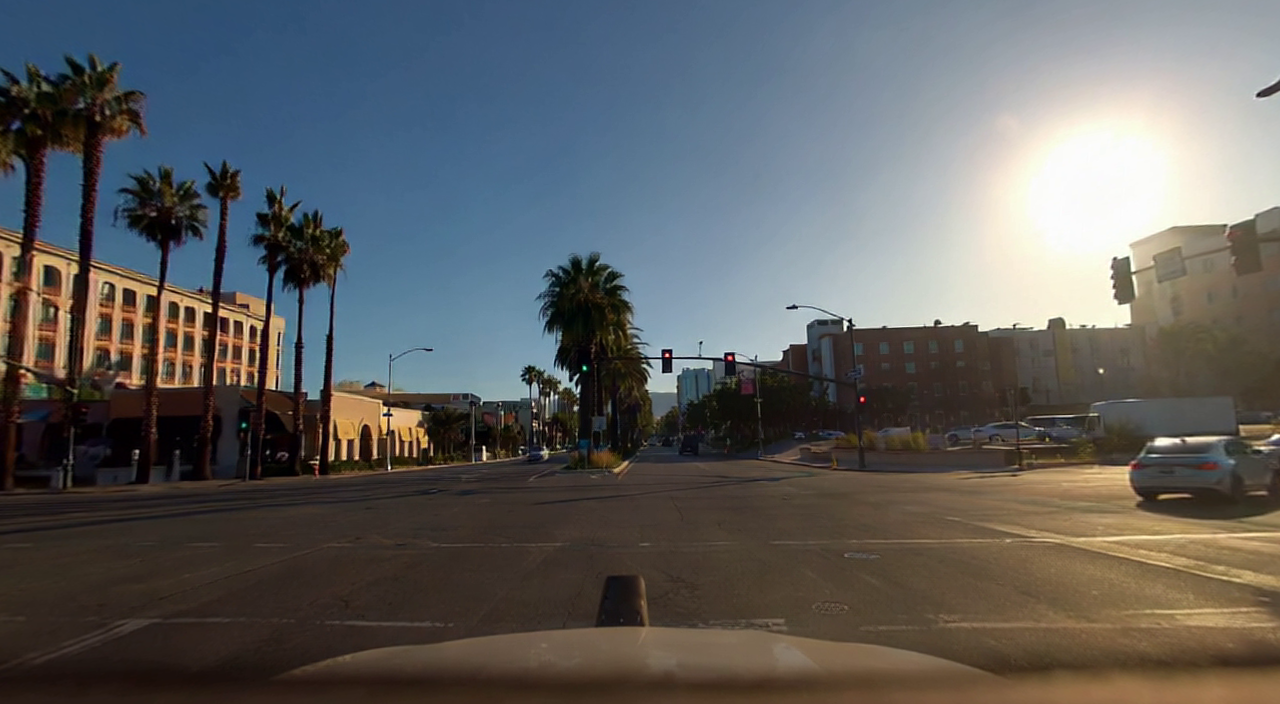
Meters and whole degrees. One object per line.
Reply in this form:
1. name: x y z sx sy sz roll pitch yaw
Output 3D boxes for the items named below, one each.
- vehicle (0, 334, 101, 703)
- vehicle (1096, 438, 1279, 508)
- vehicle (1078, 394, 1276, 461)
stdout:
1. vehicle: -3.334 0.482 0.280 2.026 1.723 4.832 0 -9 -2
2. vehicle: 13.590 2.883 15.427 4.520 1.475 2.003 4 -10 -27
3. vehicle: 32.621 4.777 39.326 2.863 3.609 10.252 0 -8 -3
